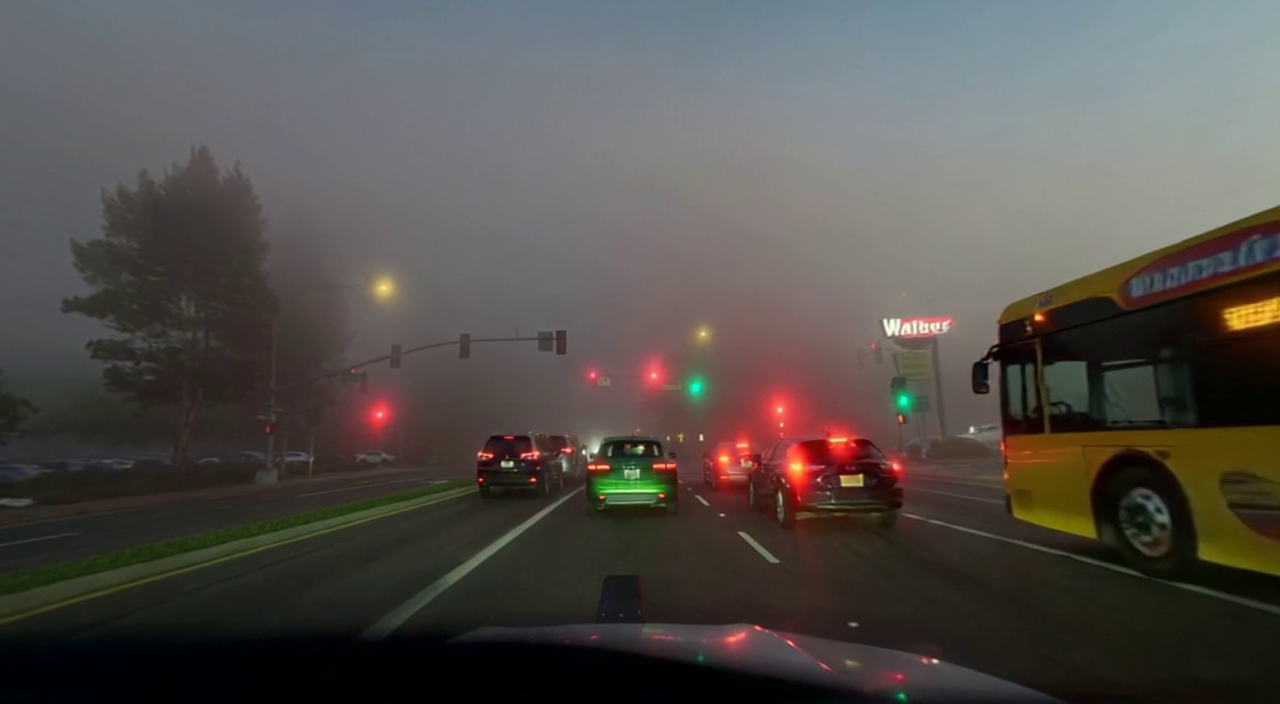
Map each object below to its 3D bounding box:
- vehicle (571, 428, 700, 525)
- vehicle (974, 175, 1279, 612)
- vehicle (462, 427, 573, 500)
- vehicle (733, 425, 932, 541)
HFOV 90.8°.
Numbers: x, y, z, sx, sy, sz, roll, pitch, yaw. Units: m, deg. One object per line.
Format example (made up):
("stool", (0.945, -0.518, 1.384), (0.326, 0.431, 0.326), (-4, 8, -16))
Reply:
("vehicle", (-0.079, 2.293, 12.124), (2.071, 1.525, 3.723), (0, -8, 0))
("vehicle", (6.459, 0.183, 3.950), (3.197, 3.269, 9.836), (0, -8, -1))
("vehicle", (-3.139, 2.976, 17.245), (2.180, 1.708, 4.397), (0, -8, 0))
("vehicle", (2.877, 2.059, 10.600), (1.922, 1.508, 4.330), (0, -8, 0))
